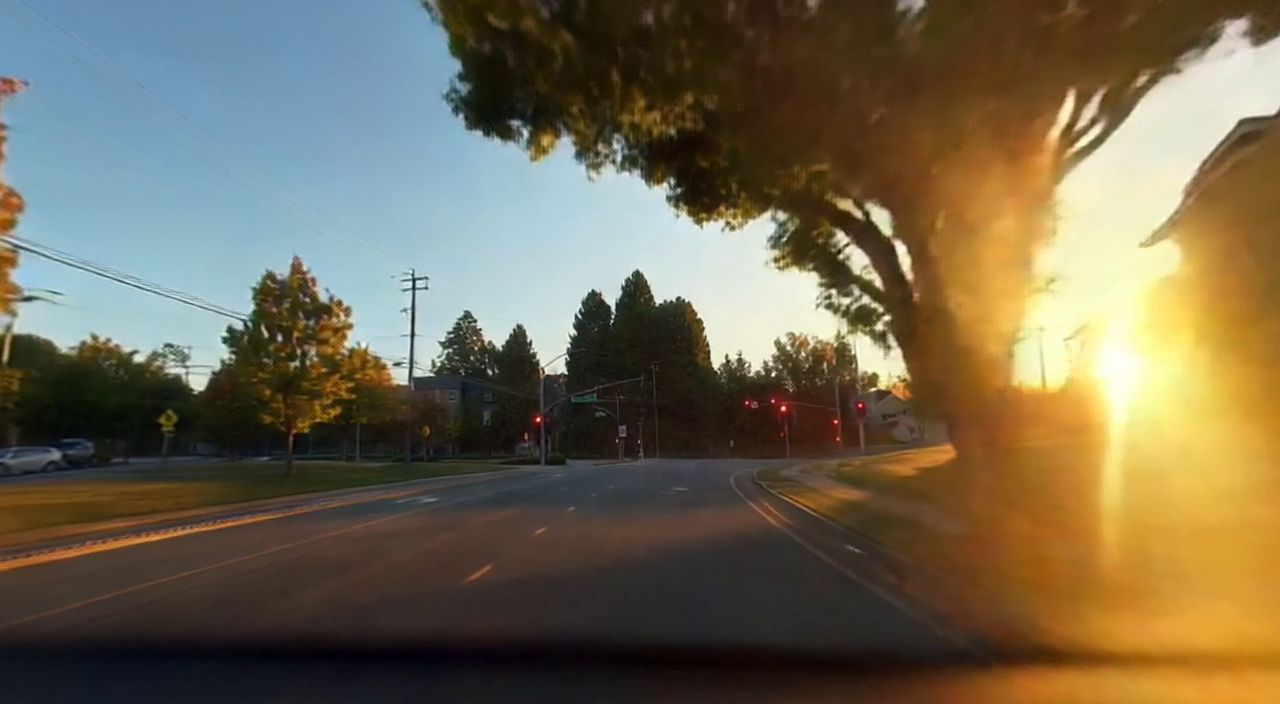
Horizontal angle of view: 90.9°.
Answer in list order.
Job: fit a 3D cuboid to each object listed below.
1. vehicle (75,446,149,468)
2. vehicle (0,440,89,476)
[{"bbox_3d":[-36.763,7.306,43.903,3.737,1.444,1.680,-1,-9,6],"label":"vehicle"},{"bbox_3d":[-33.503,5.752,34.403,1.913,1.779,4.959,-1,-9,7],"label":"vehicle"}]
